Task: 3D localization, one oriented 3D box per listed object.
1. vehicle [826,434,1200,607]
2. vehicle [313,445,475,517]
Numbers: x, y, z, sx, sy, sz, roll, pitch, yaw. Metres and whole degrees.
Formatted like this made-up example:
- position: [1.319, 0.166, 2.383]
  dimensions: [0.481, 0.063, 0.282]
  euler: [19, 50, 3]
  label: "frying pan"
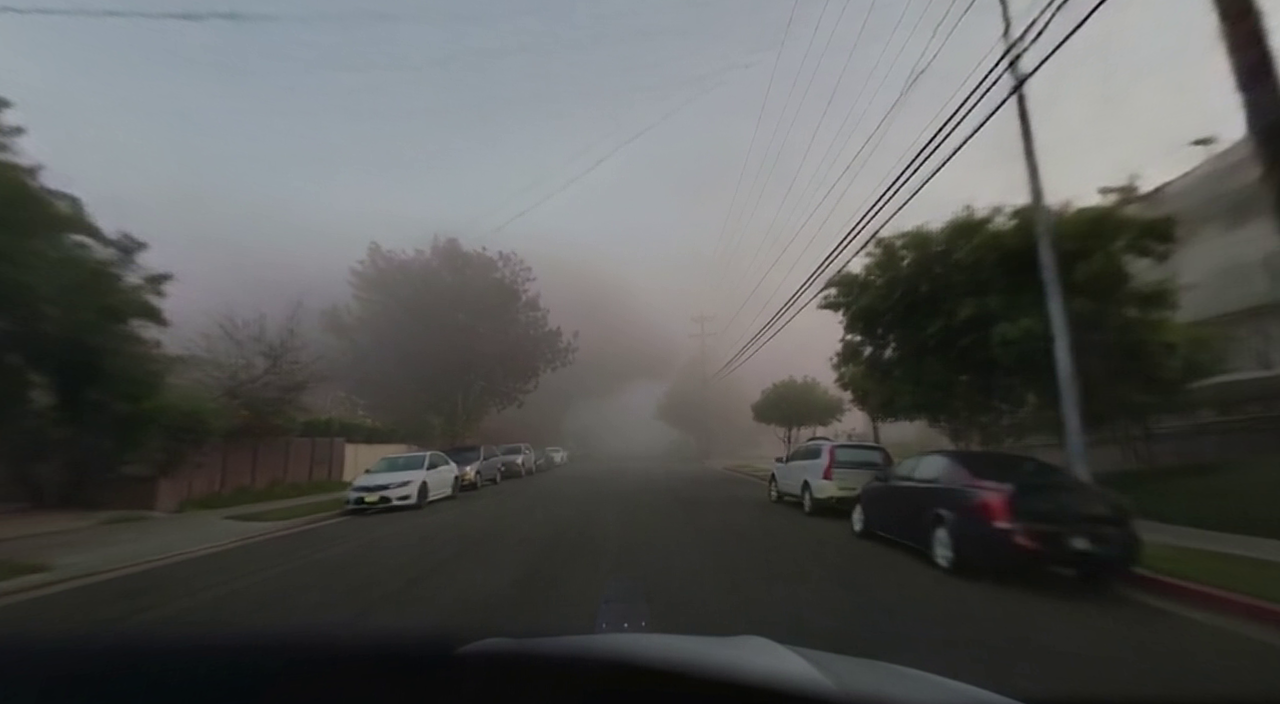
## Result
- position: [3.783, 1.740, 7.476]
  dimensions: [1.851, 1.438, 4.177]
  euler: [0, -8, 0]
  label: "vehicle"
- position: [-6.041, 3.187, 16.288]
  dimensions: [2.231, 1.492, 4.727]
  euler: [1, -8, 0]
  label: "vehicle"
